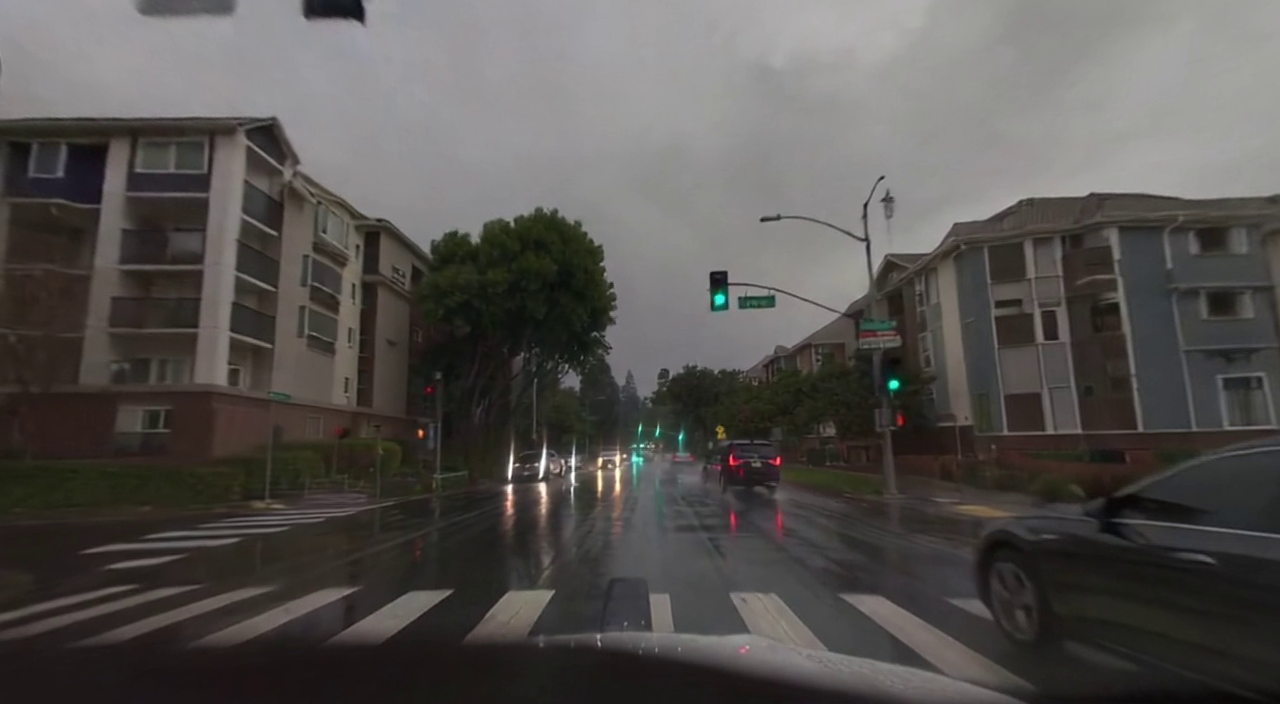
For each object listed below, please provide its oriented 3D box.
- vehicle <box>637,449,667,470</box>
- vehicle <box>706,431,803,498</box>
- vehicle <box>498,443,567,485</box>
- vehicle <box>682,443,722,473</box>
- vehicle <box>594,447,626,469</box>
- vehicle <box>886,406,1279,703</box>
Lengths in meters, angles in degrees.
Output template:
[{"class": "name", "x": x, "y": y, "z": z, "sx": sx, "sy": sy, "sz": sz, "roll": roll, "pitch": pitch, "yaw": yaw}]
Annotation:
[{"class": "vehicle", "x": 0.832, "y": 7.775, "z": 45.790, "sx": 2.097, "sy": 1.463, "sz": 4.043, "roll": 0, "pitch": -9, "yaw": -1}, {"class": "vehicle", "x": 3.479, "y": 3.531, "z": 20.124, "sx": 2.199, "sy": 1.872, "sz": 4.513, "roll": 0, "pitch": -9, "yaw": 0}, {"class": "vehicle", "x": -5.316, "y": 5.632, "z": 32.120, "sx": 2.350, "sy": 1.929, "sz": 5.772, "roll": 0, "pitch": -9, "yaw": 1}, {"class": "vehicle", "x": 4.025, "y": 6.961, "z": 41.671, "sx": 2.102, "sy": 1.818, "sz": 4.508, "roll": 0, "pitch": -9, "yaw": 0}, {"class": "vehicle", "x": -2.267, "y": 8.238, "z": 49.109, "sx": 2.148, "sy": 1.651, "sz": 4.543, "roll": 0, "pitch": -9, "yaw": 1}, {"class": "vehicle", "x": 3.207, "y": 1.082, "z": 3.088, "sx": 2.078, "sy": 1.488, "sz": 4.741, "roll": 0, "pitch": -9, "yaw": 0}]
